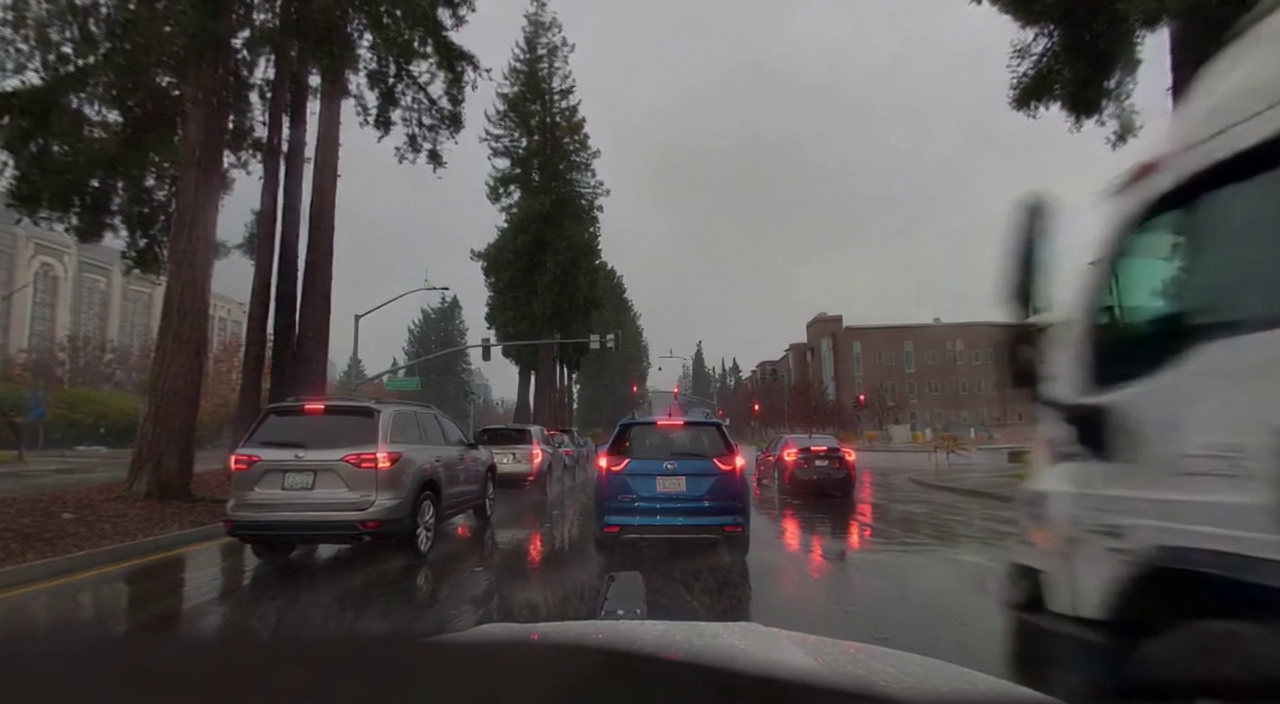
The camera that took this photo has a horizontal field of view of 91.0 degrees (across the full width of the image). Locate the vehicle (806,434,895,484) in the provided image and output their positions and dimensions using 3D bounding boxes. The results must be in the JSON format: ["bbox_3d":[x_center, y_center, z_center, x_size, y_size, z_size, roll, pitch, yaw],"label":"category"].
[{"bbox_3d":[7.450,3.805,22.707,2.067,1.599,4.251,-1,-8,5],"label":"vehicle"}]

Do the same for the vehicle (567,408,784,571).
[{"bbox_3d":[0.371,1.709,8.547,2.189,1.649,4.171,0,-8,0],"label":"vehicle"}]

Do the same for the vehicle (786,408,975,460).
[{"bbox_3d":[15.690,5.525,41.778,11.206,3.112,2.993,-4,-9,23],"label":"vehicle"}]

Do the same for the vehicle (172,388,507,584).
[{"bbox_3d":[-3.251,1.562,8.084,2.085,1.812,4.388,0,-8,0],"label":"vehicle"}]
